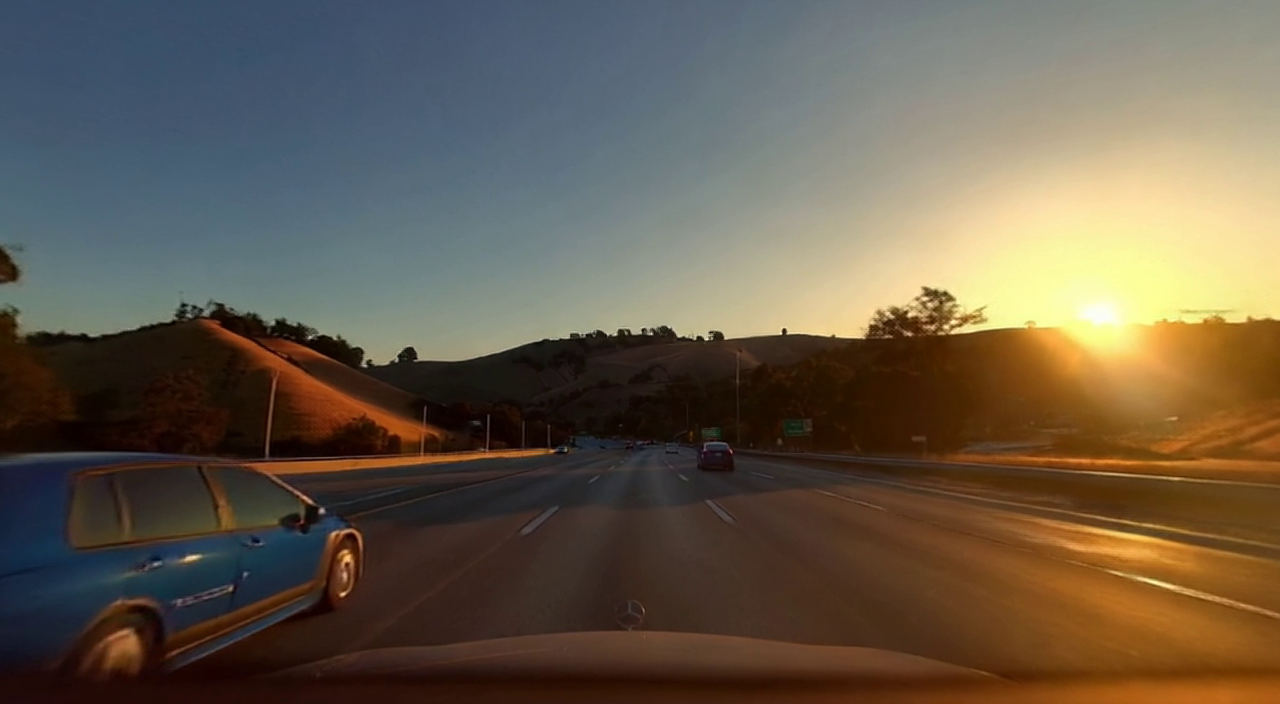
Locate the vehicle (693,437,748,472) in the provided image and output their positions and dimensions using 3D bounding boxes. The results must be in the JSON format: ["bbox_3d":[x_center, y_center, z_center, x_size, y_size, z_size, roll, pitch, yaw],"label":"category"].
[{"bbox_3d":[3.708,4.799,29.703,1.916,1.469,4.481,0,-8,-1],"label":"vehicle"}]
